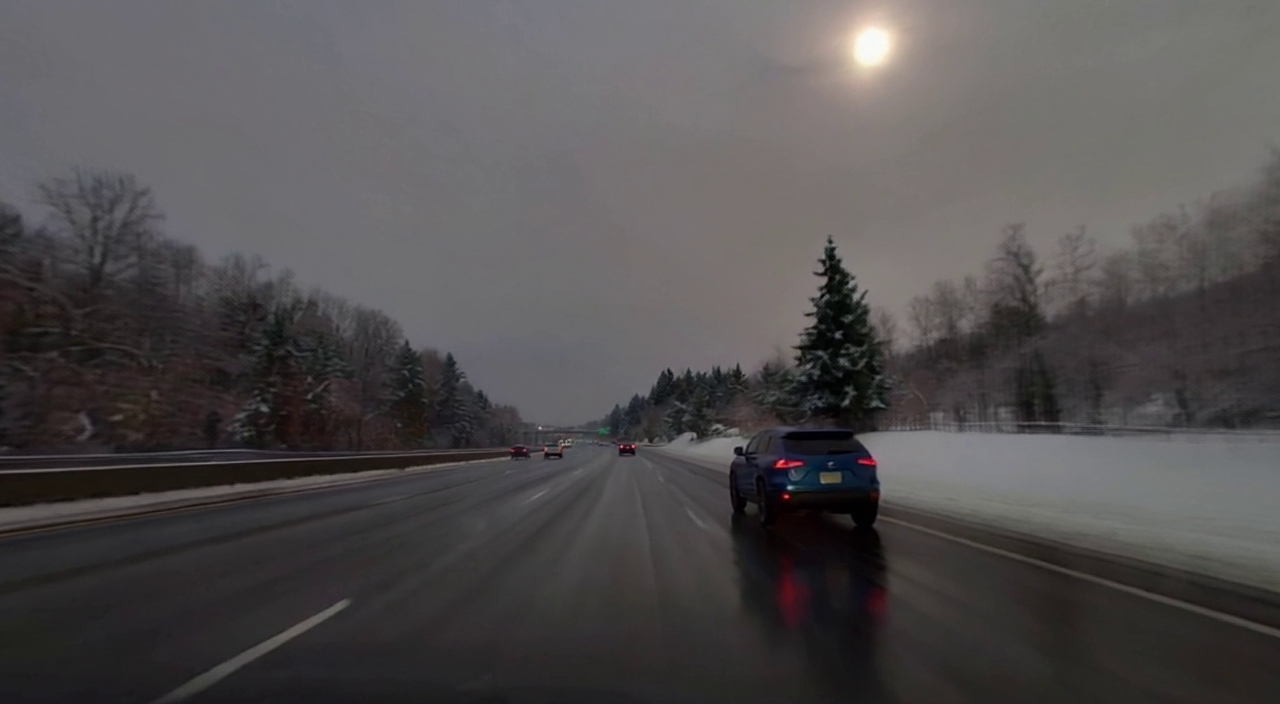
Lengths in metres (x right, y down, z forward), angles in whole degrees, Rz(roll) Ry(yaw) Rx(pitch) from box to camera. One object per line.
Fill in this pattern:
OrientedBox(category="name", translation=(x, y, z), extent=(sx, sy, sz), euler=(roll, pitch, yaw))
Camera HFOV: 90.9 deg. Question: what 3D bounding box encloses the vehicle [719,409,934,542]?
OrientedBox(category="vehicle", translation=(2.670, 1.905, 10.290), extent=(2.120, 1.706, 4.226), euler=(0, -8, -1))
